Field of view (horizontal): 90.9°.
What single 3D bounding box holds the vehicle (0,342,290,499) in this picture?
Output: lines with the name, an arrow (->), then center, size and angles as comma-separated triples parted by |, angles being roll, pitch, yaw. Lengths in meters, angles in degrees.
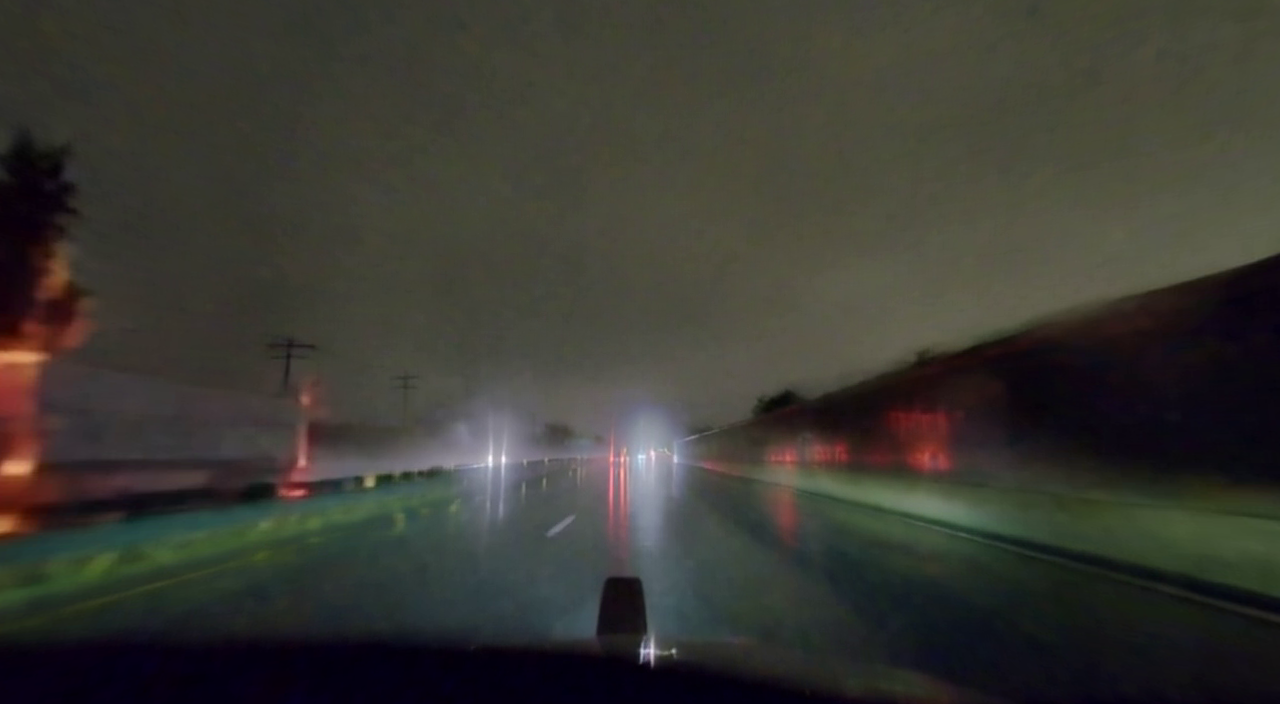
vehicle -> -17.953, 2.687, 21.937 | 2.914, 4.015, 14.672 | 0, -9, 1
